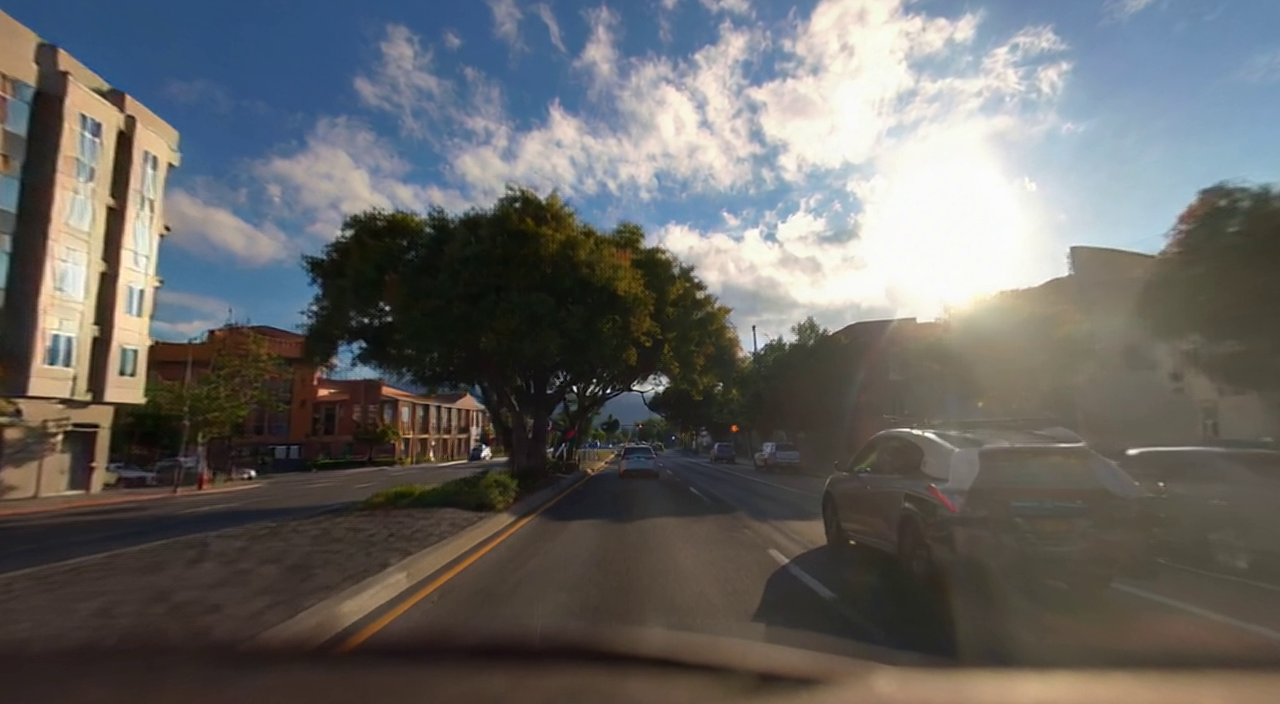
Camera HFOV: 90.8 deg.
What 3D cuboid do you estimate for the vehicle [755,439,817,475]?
[{"bbox_3d":[7.530,5.456,33.023,2.115,1.739,4.528,0,-9,0],"label":"vehicle"}]

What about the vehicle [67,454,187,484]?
[{"bbox_3d":[-27.712,6.296,34.236,4.732,1.497,2.077,-1,-9,2],"label":"vehicle"}]

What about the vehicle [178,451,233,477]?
[{"bbox_3d":[-30.904,7.930,44.879,4.272,1.704,2.031,-7,-11,40],"label":"vehicle"}]

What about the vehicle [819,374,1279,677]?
[{"bbox_3d":[3.222,1.288,5.716,1.949,1.723,4.020,0,-9,-1],"label":"vehicle"}]

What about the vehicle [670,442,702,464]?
[{"bbox_3d":[3.291,7.325,45.822,1.910,1.474,4.003,0,-9,-1],"label":"vehicle"}]

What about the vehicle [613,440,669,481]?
[{"bbox_3d":[0.008,4.194,24.684,2.006,1.487,3.535,0,-9,-1],"label":"vehicle"}]

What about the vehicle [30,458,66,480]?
[{"bbox_3d":[-42.305,8.344,45.218,1.653,1.446,3.567,6,-12,-40],"label":"vehicle"}]
